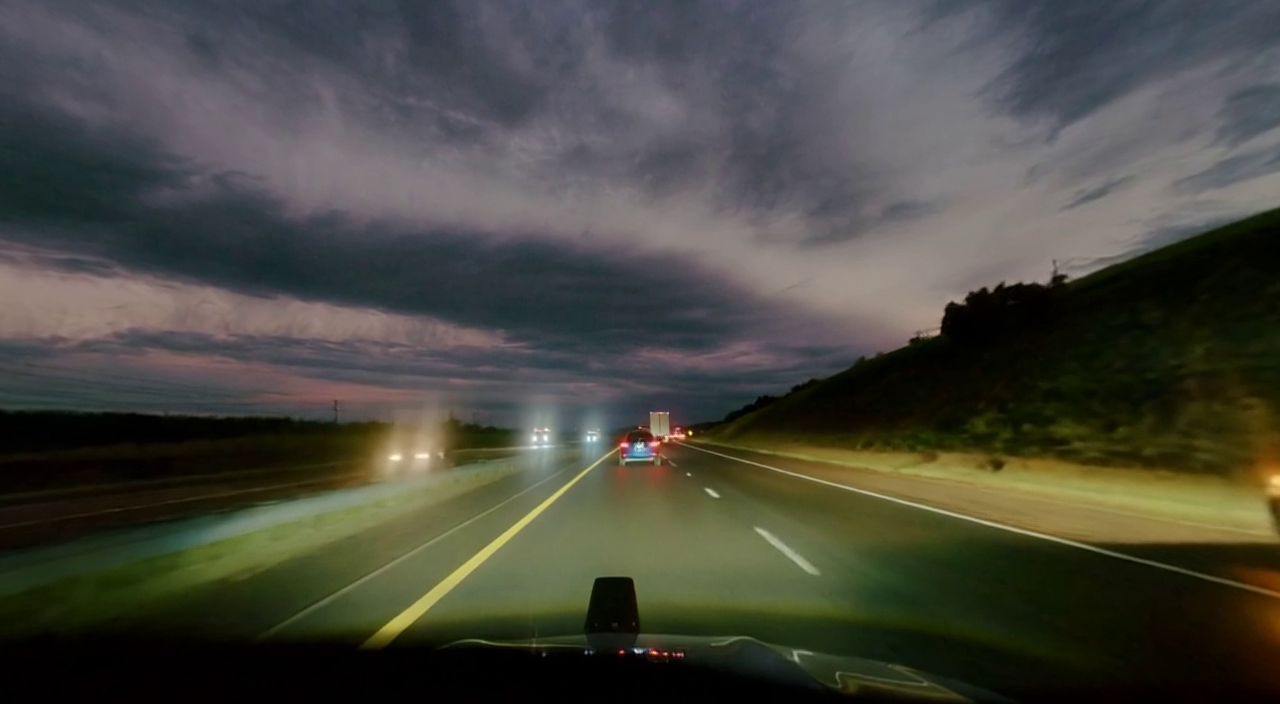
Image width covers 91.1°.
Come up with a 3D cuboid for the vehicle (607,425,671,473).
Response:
[{"bbox_3d":[-0.073,3.613,23.632,2.216,1.623,4.220,0,-8,-1],"label":"vehicle"}]
